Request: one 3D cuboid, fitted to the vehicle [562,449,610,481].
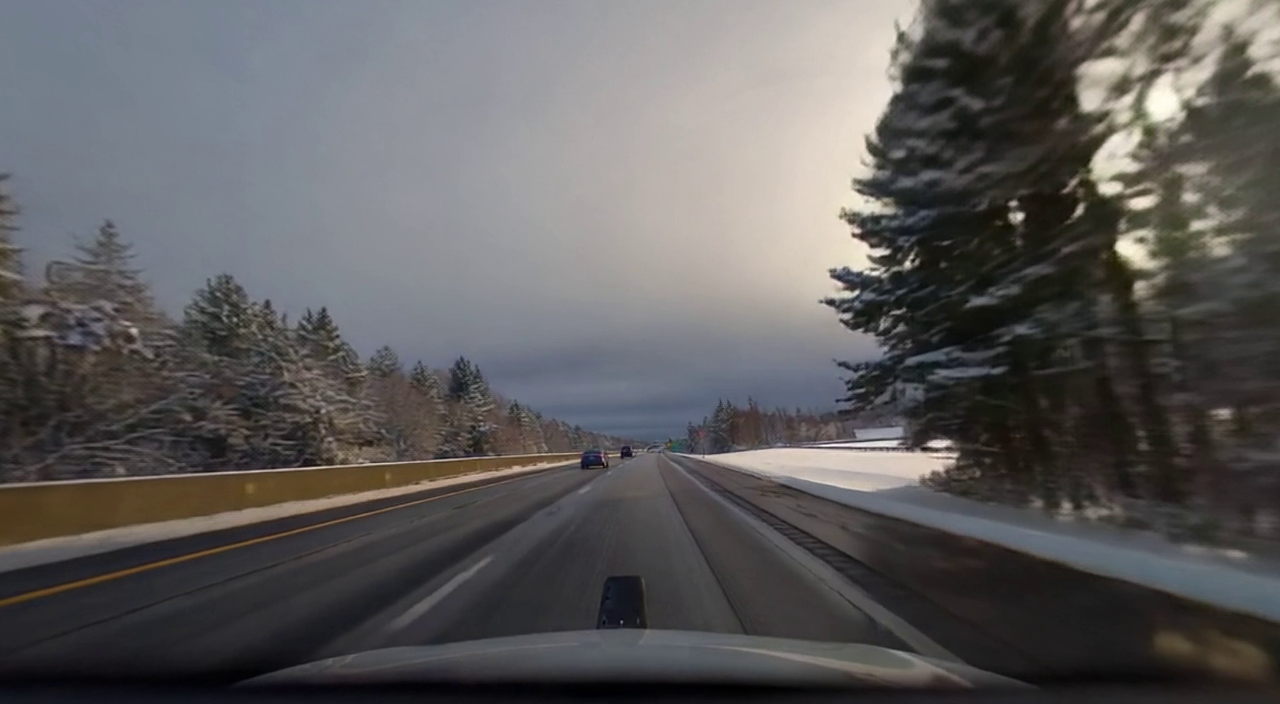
[{"bbox_3d":[-2.616,5.628,31.683,1.917,1.450,3.997,0,-9,2],"label":"vehicle"}]
